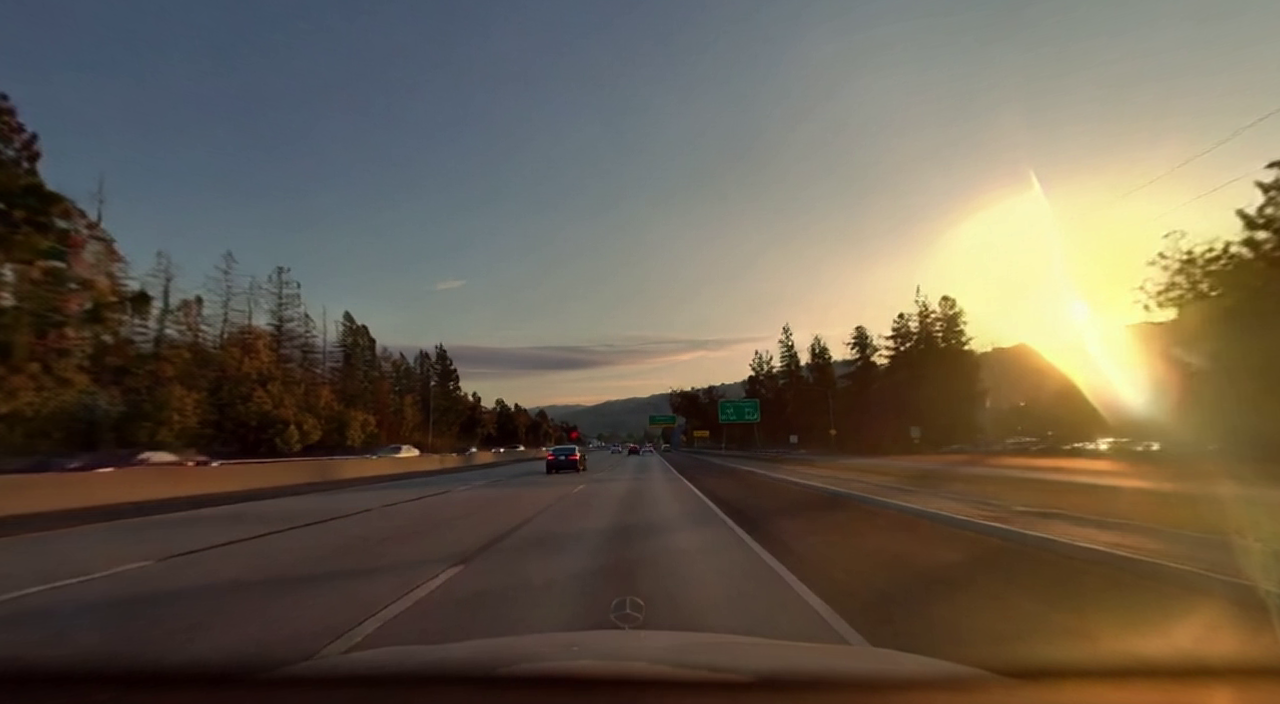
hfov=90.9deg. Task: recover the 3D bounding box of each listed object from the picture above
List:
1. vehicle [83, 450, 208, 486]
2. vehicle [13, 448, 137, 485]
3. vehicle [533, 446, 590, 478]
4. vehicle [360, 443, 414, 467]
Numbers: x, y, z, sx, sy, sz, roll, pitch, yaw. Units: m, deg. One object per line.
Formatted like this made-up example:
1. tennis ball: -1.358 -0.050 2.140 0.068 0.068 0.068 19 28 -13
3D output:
1. vehicle: -21.868 5.121 28.141 1.859 1.472 4.494 0 -9 1
2. vehicle: -25.530 5.155 28.706 1.828 1.515 4.094 0 -9 1
3. vehicle: -3.645 5.208 30.091 2.048 1.368 4.613 0 -9 1
4. vehicle: -18.096 7.369 45.354 1.927 1.599 4.657 0 -9 1
